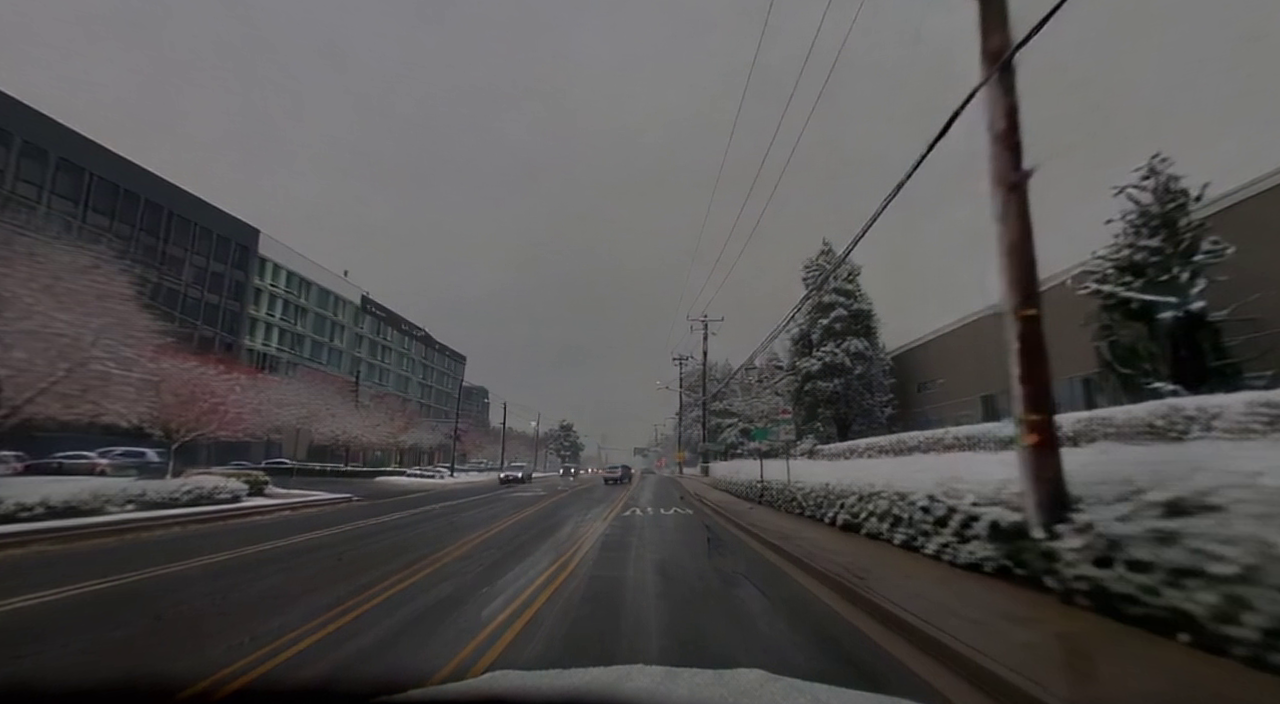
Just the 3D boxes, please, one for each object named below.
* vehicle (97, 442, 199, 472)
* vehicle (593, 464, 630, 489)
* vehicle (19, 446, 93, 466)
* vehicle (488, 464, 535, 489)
[{"bbox_3d":[-34.922,7.540,44.797,2.033,1.959,5.294,-3,-11,20],"label":"vehicle"},{"bbox_3d":[-1.974,8.748,44.120,2.067,1.629,3.858,0,-11,5],"label":"vehicle"},{"bbox_3d":[-46.337,8.277,49.902,1.714,1.464,3.804,-3,-11,18],"label":"vehicle"},{"bbox_3d":[-8.278,8.066,40.831,1.979,1.499,4.666,0,-11,0],"label":"vehicle"}]
